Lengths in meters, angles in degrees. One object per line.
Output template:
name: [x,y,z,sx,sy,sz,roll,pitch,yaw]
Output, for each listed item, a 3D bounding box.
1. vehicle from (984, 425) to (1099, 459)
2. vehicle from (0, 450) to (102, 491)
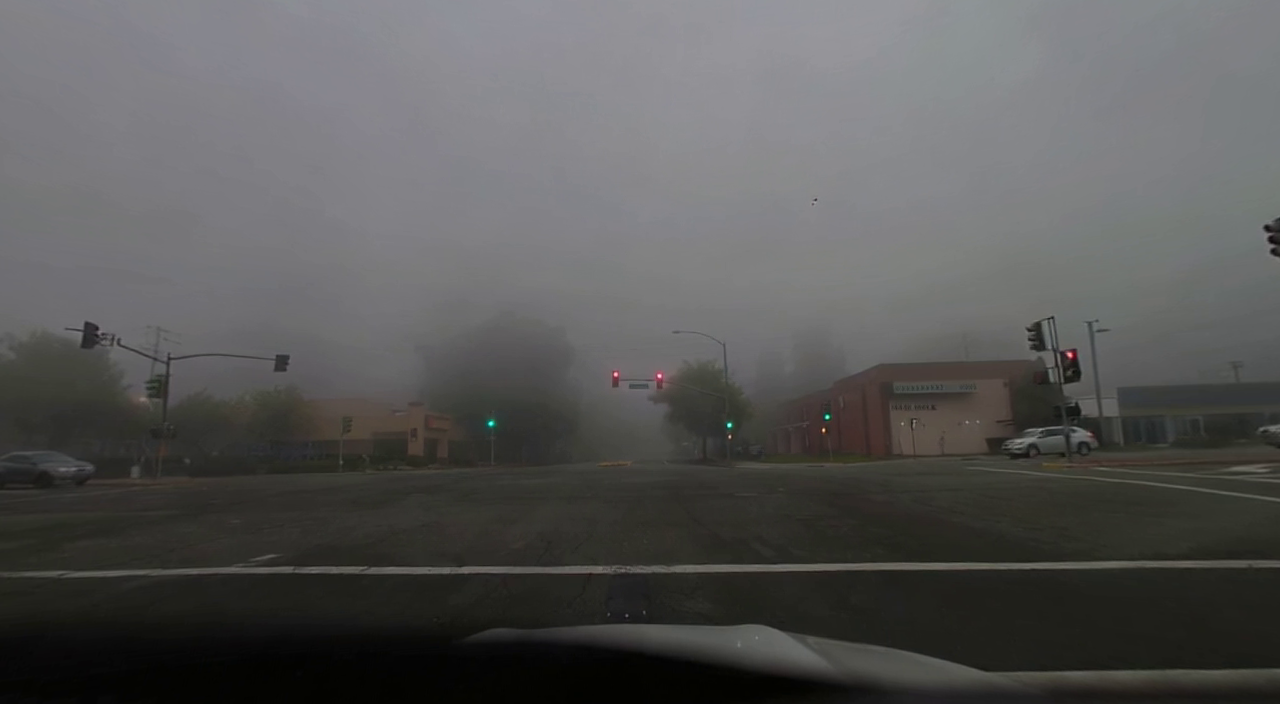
vehicle: [20.446,4.593,32.215,4.483,1.691,1.949,0,-8,1]
vehicle: [-25.236,4.844,26.018,4.332,1.573,1.900,0,-8,3]
